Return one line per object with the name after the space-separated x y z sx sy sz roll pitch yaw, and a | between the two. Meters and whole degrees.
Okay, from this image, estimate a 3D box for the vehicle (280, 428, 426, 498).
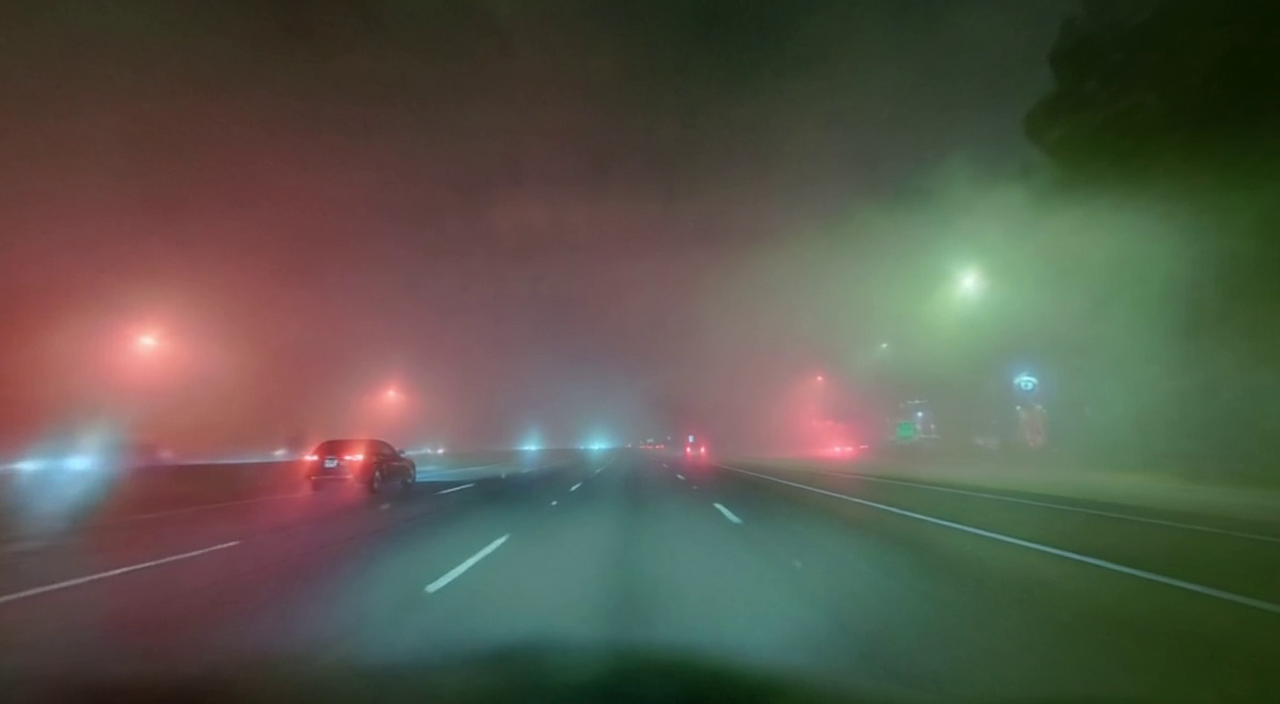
-7.854 3.064 17.856 2.089 1.724 4.327 0 -8 0 | vehicle

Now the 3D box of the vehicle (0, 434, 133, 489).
-21.382 3.807 22.296 2.213 1.709 5.781 0 -8 0 | vehicle

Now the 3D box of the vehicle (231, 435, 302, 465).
-29.190 7.697 49.680 2.250 2.218 5.664 0 -8 -2 | vehicle
